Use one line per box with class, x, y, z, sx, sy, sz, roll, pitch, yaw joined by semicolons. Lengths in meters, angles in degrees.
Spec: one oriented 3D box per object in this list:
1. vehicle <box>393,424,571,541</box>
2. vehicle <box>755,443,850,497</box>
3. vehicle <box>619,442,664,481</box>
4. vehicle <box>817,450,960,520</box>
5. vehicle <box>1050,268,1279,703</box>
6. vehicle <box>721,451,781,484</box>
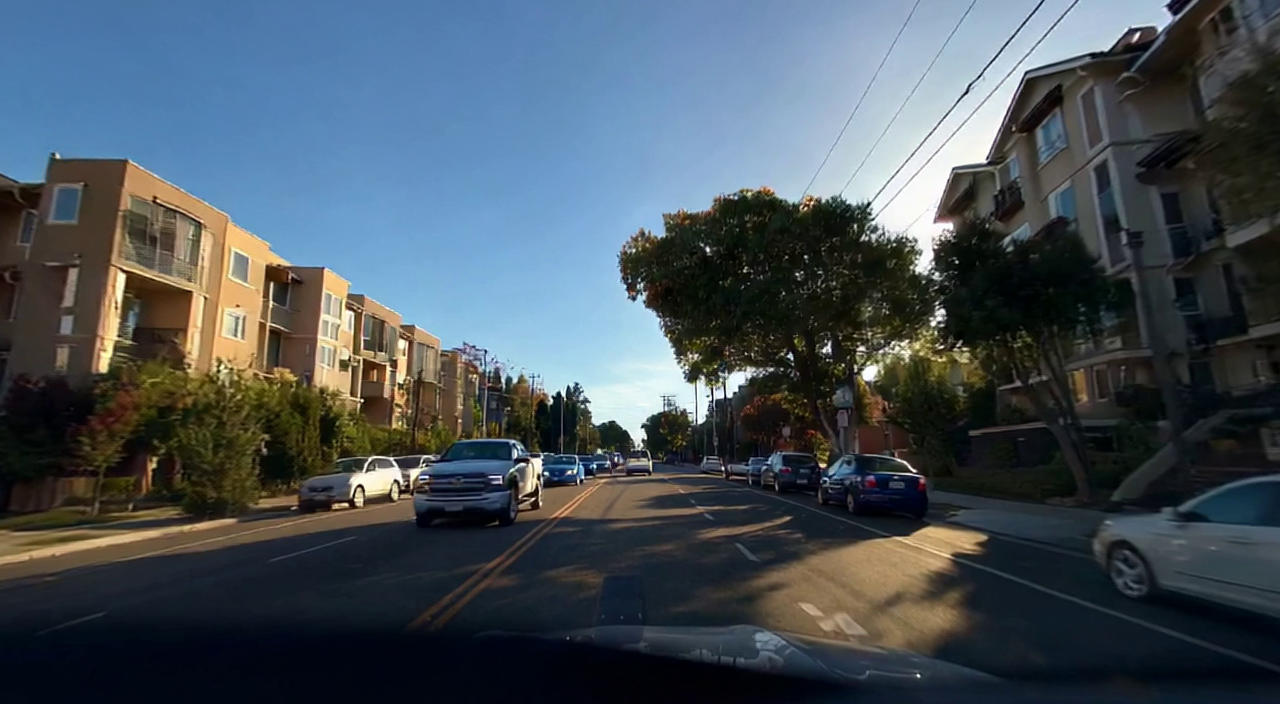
vehicle;-2.655;2.331;11.962;2.167;1.761;4.584;0;-8;0
vehicle;6.261;4.568;25.020;2.211;1.884;5.031;0;-8;-2
vehicle;0.128;5.842;34.110;2.308;1.940;4.125;0;-8;2
vehicle;6.277;3.378;16.630;1.964;1.550;4.424;0;-8;0
vehicle;3.055;0.496;0.661;2.027;1.907;4.736;0;-8;0
vehicle;6.293;6.630;36.691;2.350;1.706;5.901;0;-8;-1
